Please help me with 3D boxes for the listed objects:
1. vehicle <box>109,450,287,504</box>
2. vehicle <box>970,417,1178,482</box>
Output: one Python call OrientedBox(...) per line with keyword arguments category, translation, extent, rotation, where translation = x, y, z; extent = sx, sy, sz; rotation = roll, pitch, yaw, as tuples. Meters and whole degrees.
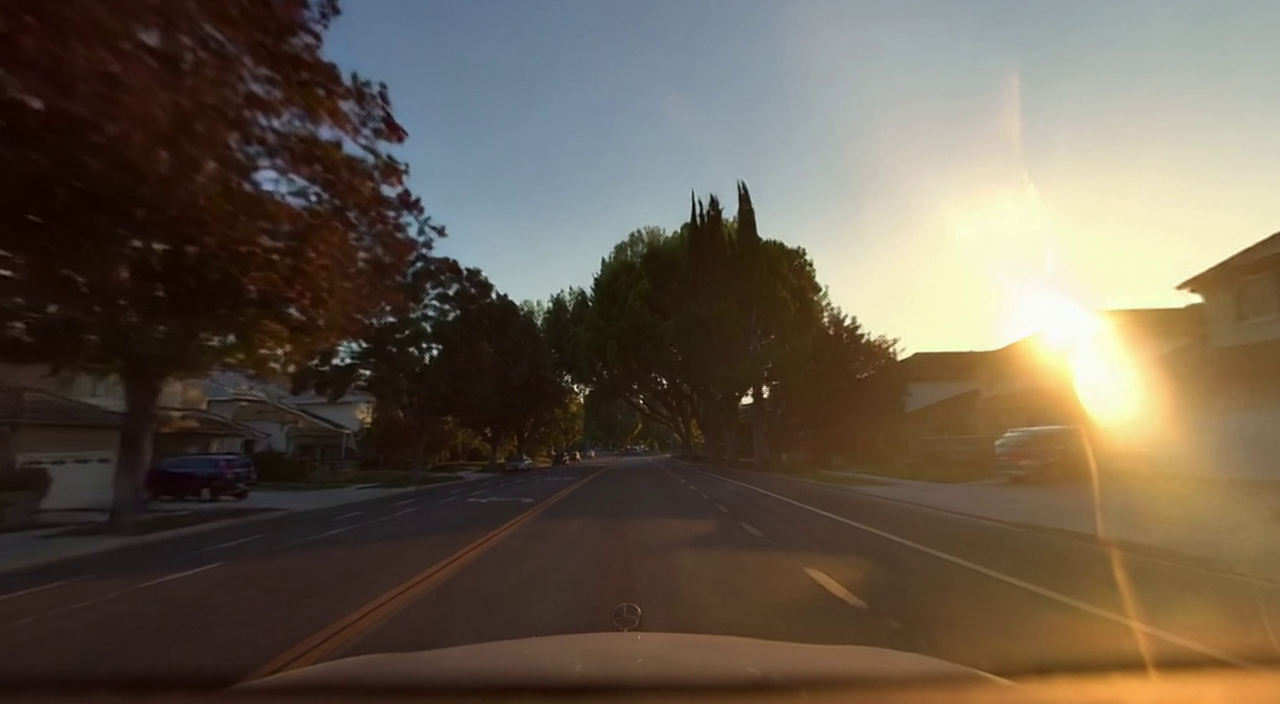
OrientedBox(category="vehicle", translation=(-15.689, 4.430, 22.620), extent=(4.859, 1.780, 2.031), rotation=(0, -9, 3))
OrientedBox(category="vehicle", translation=(11.958, 2.715, 17.643), extent=(4.392, 1.685, 1.959), rotation=(1, -9, -4))
